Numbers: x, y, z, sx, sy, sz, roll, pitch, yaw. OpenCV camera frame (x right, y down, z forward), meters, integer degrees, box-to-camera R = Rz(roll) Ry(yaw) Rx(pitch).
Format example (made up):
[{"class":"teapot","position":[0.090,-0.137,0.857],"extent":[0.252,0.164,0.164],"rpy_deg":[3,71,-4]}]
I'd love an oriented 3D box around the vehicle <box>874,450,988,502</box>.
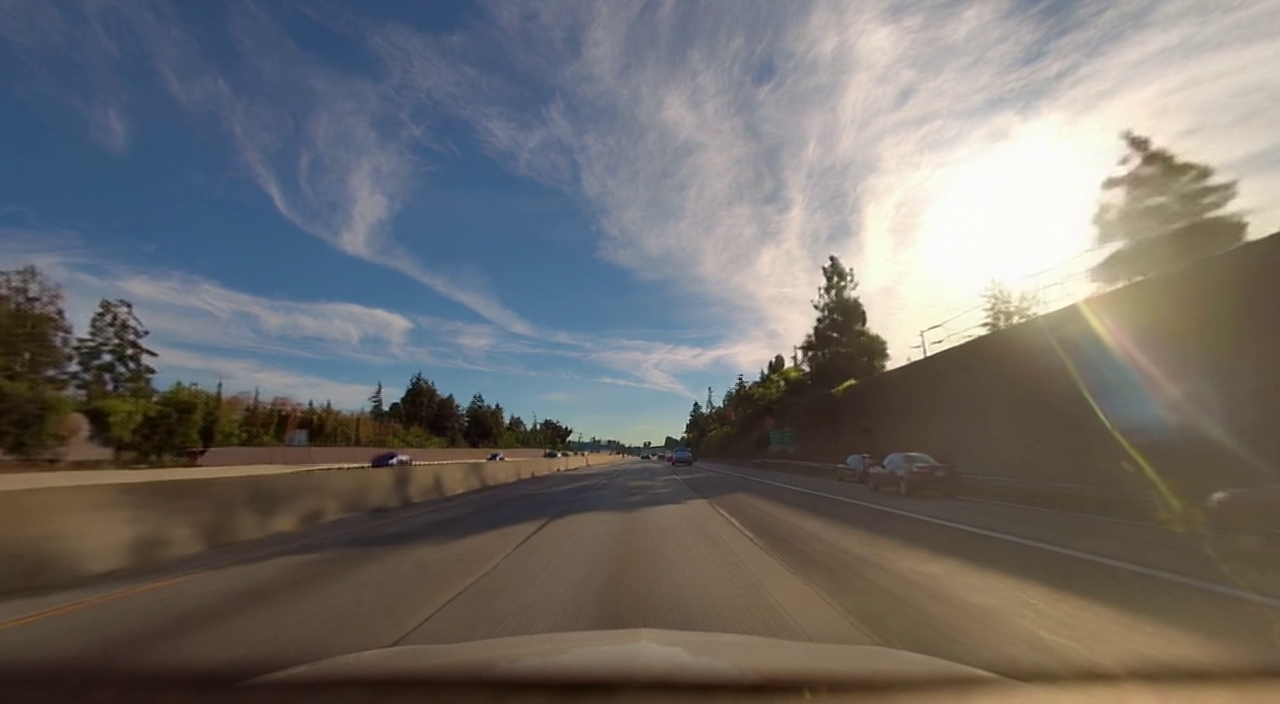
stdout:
[{"class":"vehicle","position":[9.159,3.903,20.294],"extent":[1.842,1.475,4.479],"rpy_deg":[-1,-9,5]}]

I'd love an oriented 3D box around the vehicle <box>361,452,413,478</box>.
[{"class":"vehicle","position":[-16.811,7.513,42.031],"extent":[1.852,1.576,3.972],"rpy_deg":[0,-9,0]}]

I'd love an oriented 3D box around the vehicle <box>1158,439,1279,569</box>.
[{"class":"vehicle","position":[8.415,1.677,6.747],"extent":[1.907,1.495,4.517],"rpy_deg":[0,-9,1]}]

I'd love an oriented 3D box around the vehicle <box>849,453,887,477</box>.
[{"class":"vehicle","position":[15.983,7.832,44.012],"extent":[2.008,1.534,3.912],"rpy_deg":[-4,-10,26]}]
